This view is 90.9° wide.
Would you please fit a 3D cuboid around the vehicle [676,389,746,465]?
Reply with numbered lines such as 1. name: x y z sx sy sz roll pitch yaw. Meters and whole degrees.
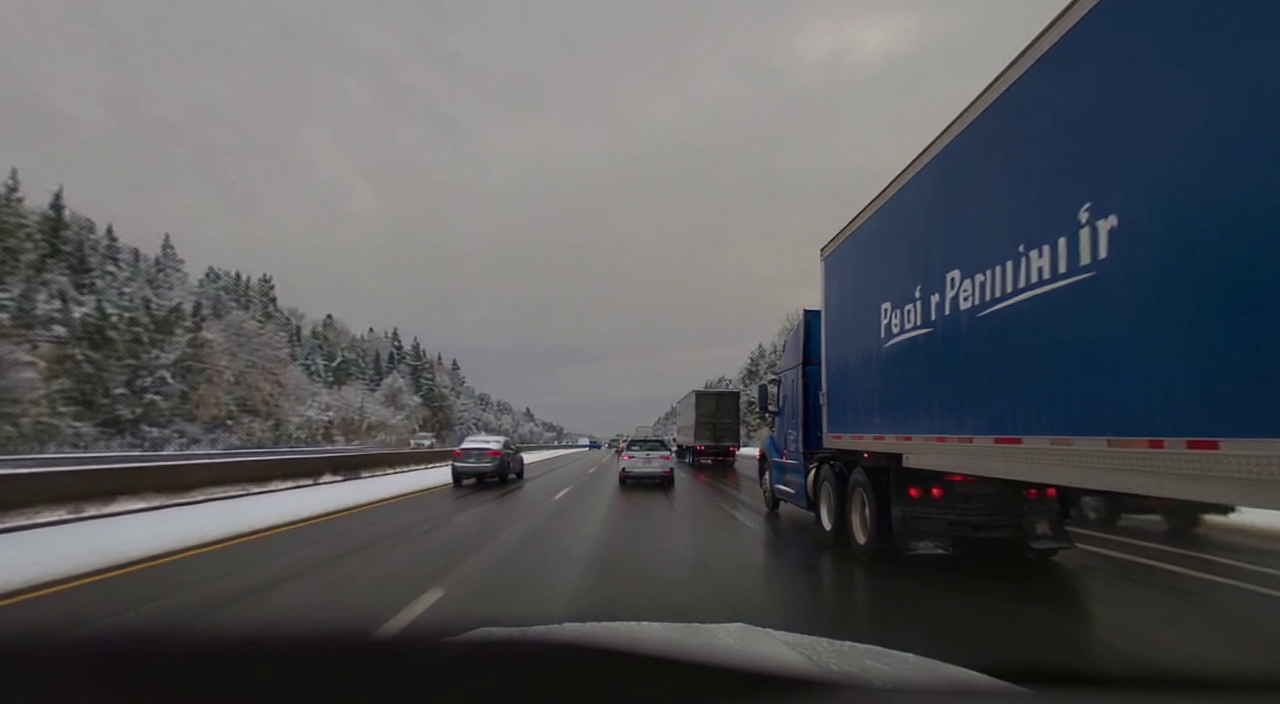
1. vehicle: 4.194 4.928 40.782 2.869 4.067 13.731 0 -8 0

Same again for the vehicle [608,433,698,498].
1. vehicle: 0.281 2.802 16.038 2.021 1.435 3.611 0 -8 0

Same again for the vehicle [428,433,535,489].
1. vehicle: -4.548 3.186 18.890 2.048 1.452 4.430 0 -8 0

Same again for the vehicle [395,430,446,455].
1. vehicle: -17.070 7.085 49.262 2.037 1.840 4.691 0 -8 3

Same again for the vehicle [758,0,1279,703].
1. vehicle: 4.239 0.252 7.060 2.816 4.070 14.136 0 -8 -1
